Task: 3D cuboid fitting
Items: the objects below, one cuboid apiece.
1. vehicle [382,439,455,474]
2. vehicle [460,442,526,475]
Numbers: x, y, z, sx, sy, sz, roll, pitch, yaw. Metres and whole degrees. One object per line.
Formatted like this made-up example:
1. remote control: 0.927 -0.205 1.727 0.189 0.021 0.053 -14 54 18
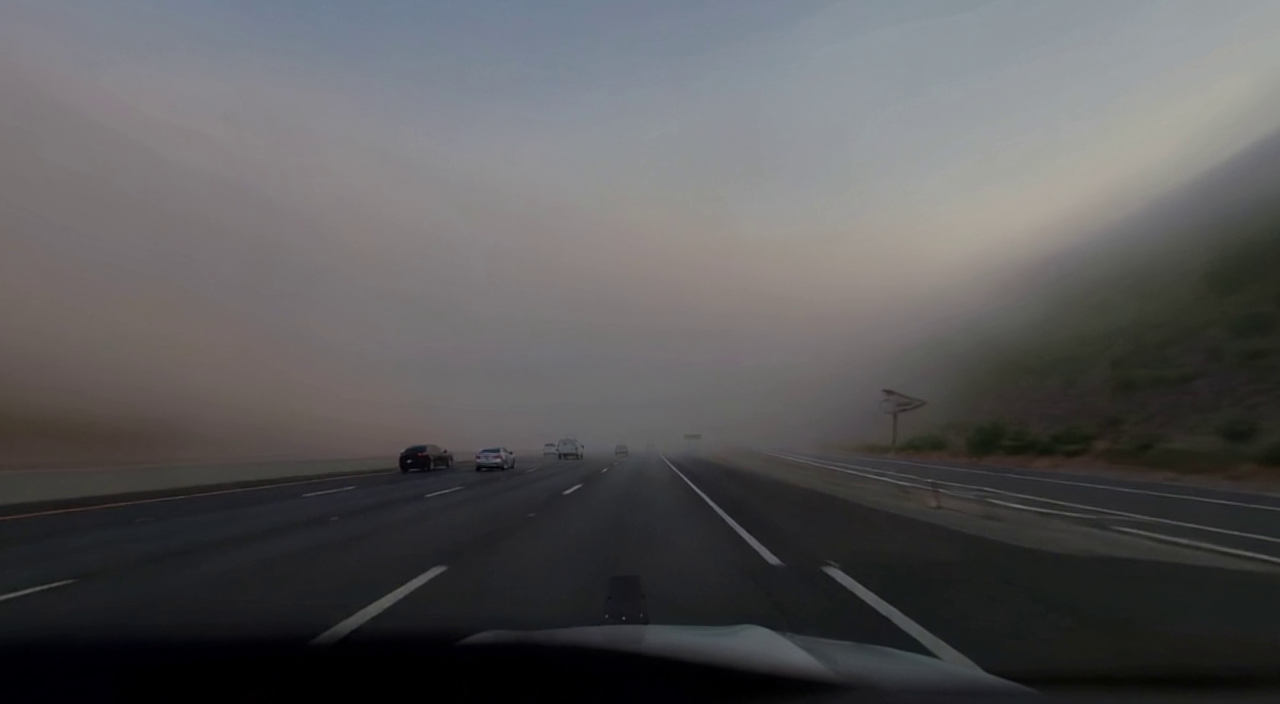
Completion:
1. vehicle: -11.400 5.385 32.801 2.020 1.645 4.629 -1 -8 1
2. vehicle: -7.178 5.230 31.342 2.107 1.484 4.449 -1 -8 1
